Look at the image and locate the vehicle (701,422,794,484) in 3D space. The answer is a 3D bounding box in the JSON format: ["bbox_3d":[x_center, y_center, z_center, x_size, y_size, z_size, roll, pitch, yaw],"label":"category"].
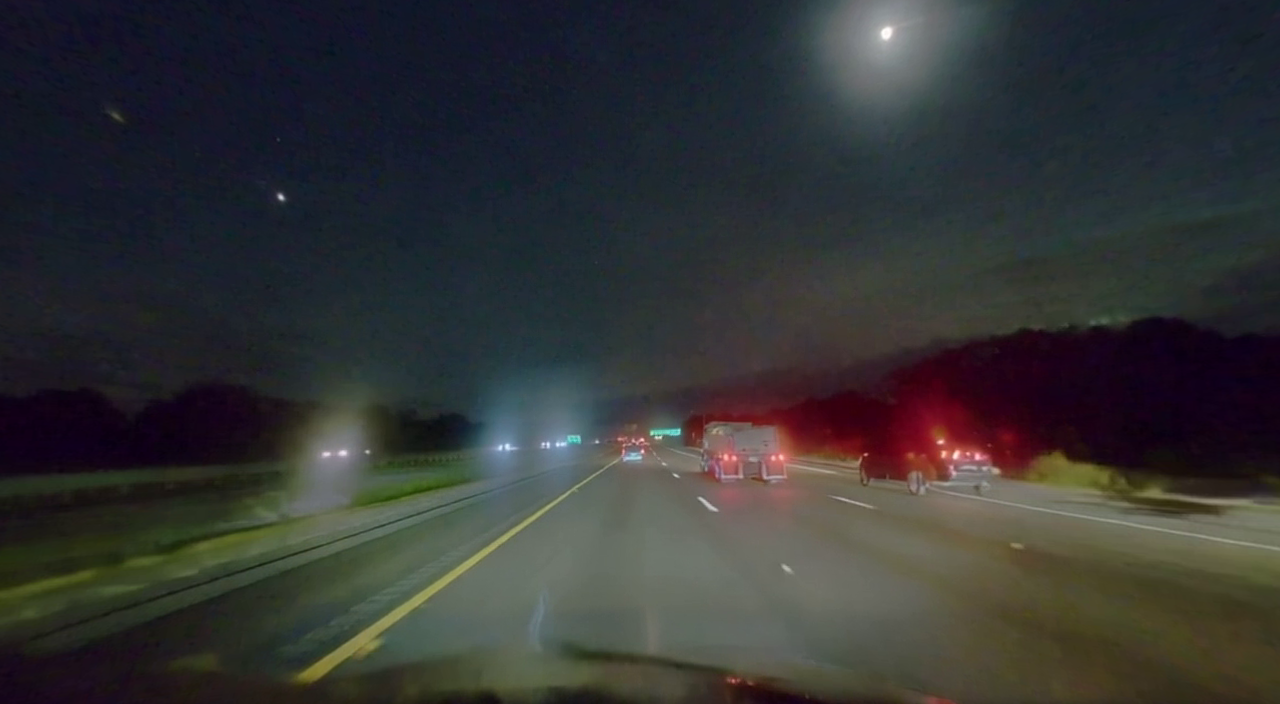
[{"bbox_3d":[3.449,3.396,21.251,2.269,1.839,4.554,0,-9,-1],"label":"vehicle"}]

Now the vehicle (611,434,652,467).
[{"bbox_3d":[-0.434,5.442,34.745,2.142,1.664,4.076,0,-9,0],"label":"vehicle"}]
